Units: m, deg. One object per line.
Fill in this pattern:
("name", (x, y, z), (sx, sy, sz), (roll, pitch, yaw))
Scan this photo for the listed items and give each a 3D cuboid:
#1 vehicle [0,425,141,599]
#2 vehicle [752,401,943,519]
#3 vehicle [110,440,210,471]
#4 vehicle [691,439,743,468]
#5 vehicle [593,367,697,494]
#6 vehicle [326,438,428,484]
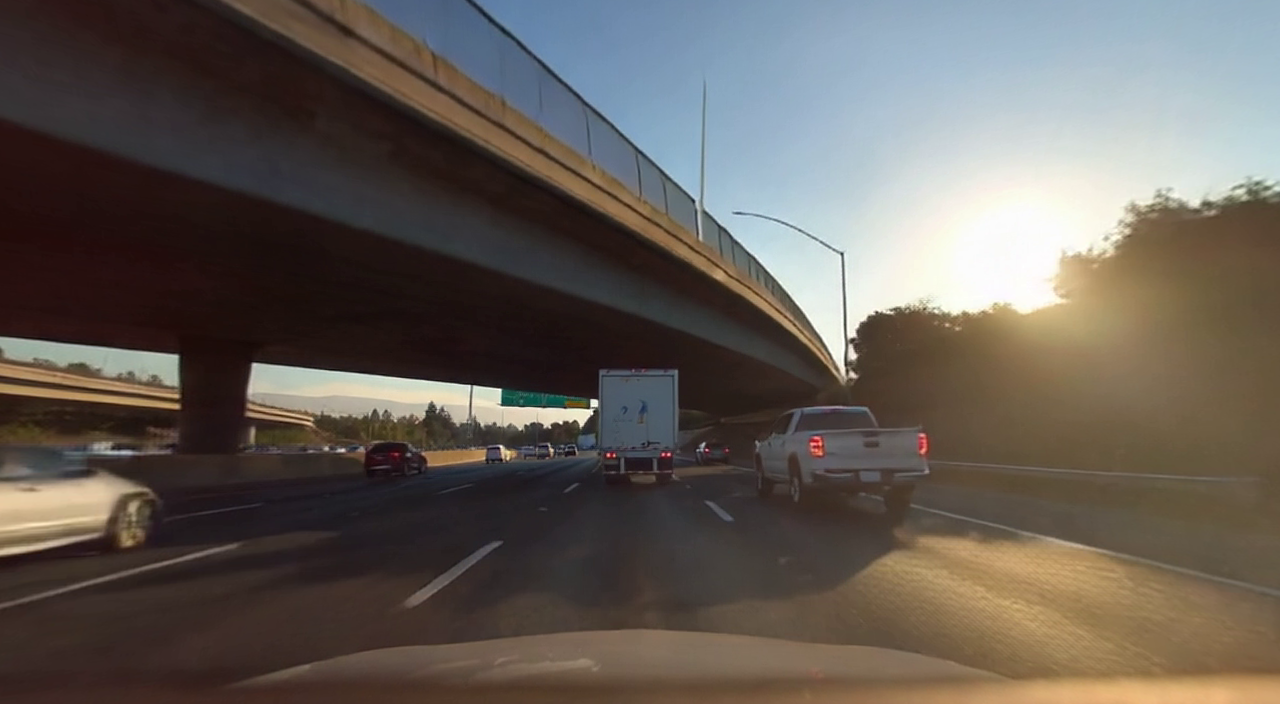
("vehicle", (-6.634, 1.264, 4.617), (2.057, 1.506, 4.829), (0, -9, -1))
("vehicle", (3.926, 2.195, 13.138), (2.174, 1.968, 5.016), (0, -9, -1))
("vehicle", (-34.365, 7.454, 45.491), (2.187, 2.054, 6.638), (0, -9, -2))
("vehicle", (4.186, 5.606, 35.028), (2.108, 1.508, 4.744), (0, -9, -2))
("vehicle", (-0.062, 3.020, 23.250), (2.916, 3.584, 10.841), (0, -9, -2))
("vehicle", (-10.848, 4.535, 26.516), (2.119, 1.747, 5.121), (0, -9, -1))
